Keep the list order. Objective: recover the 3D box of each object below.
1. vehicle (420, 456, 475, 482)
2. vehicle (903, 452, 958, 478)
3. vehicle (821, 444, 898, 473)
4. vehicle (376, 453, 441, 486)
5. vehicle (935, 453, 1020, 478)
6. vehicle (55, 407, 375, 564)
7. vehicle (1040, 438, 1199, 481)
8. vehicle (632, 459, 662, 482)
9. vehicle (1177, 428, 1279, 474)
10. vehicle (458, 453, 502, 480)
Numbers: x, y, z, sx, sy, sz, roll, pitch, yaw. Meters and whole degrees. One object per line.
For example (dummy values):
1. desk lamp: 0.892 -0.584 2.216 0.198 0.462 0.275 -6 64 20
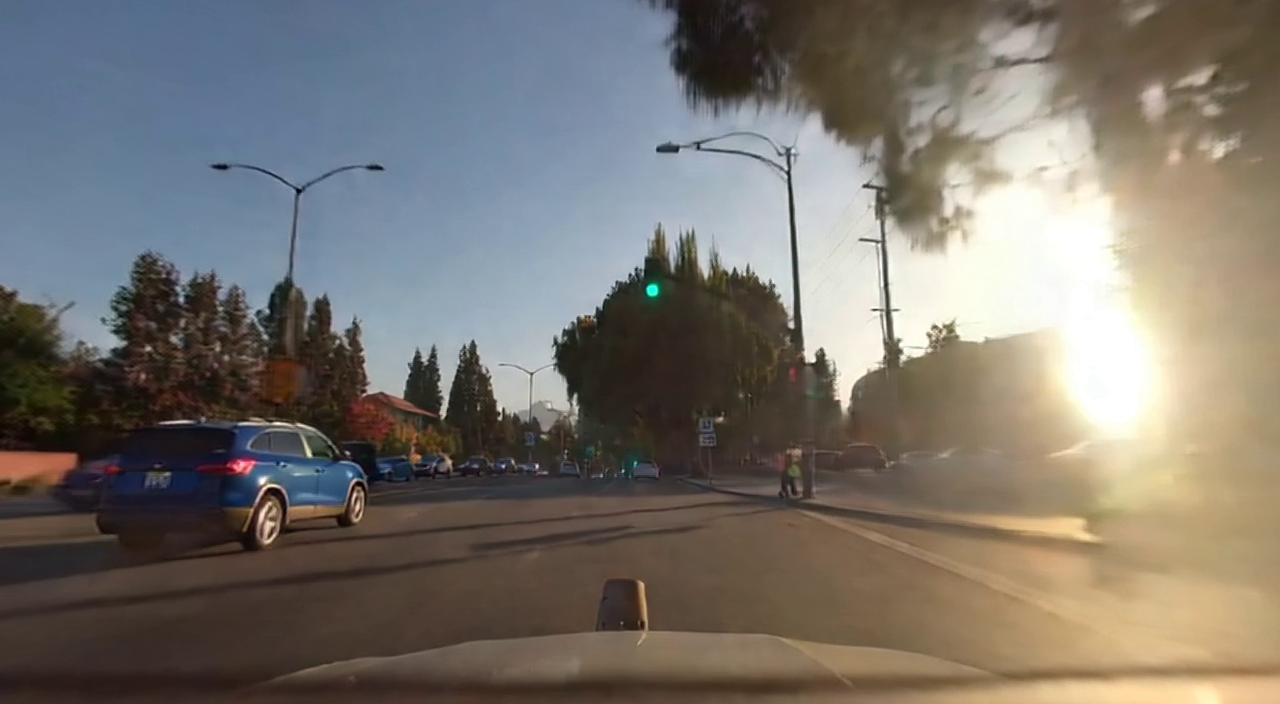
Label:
1. vehicle: -12.254 7.473 40.475 2.077 1.505 4.714 1 -9 0
2. vehicle: 21.145 8.229 46.009 1.967 1.518 4.543 5 -7 2
3. vehicle: 13.387 6.520 38.772 1.950 1.697 4.906 3 -9 -15
4. vehicle: -12.014 6.088 32.967 1.871 1.539 3.929 1 -9 0
5. vehicle: 21.792 7.364 40.935 1.933 1.487 5.136 2 -10 -13
6. vehicle: -6.186 1.983 10.007 2.027 1.908 4.273 1 -9 0
7. vehicle: 18.913 4.211 25.142 1.947 1.477 4.661 3 -8 -21
8. vehicle: 0.497 8.718 46.565 2.091 1.494 3.962 1 -9 0
9. vehicle: 21.036 3.276 20.800 1.876 1.465 4.500 5 -10 -26
10. vehicle: -11.765 8.447 46.689 2.042 1.801 4.378 0 -9 1
